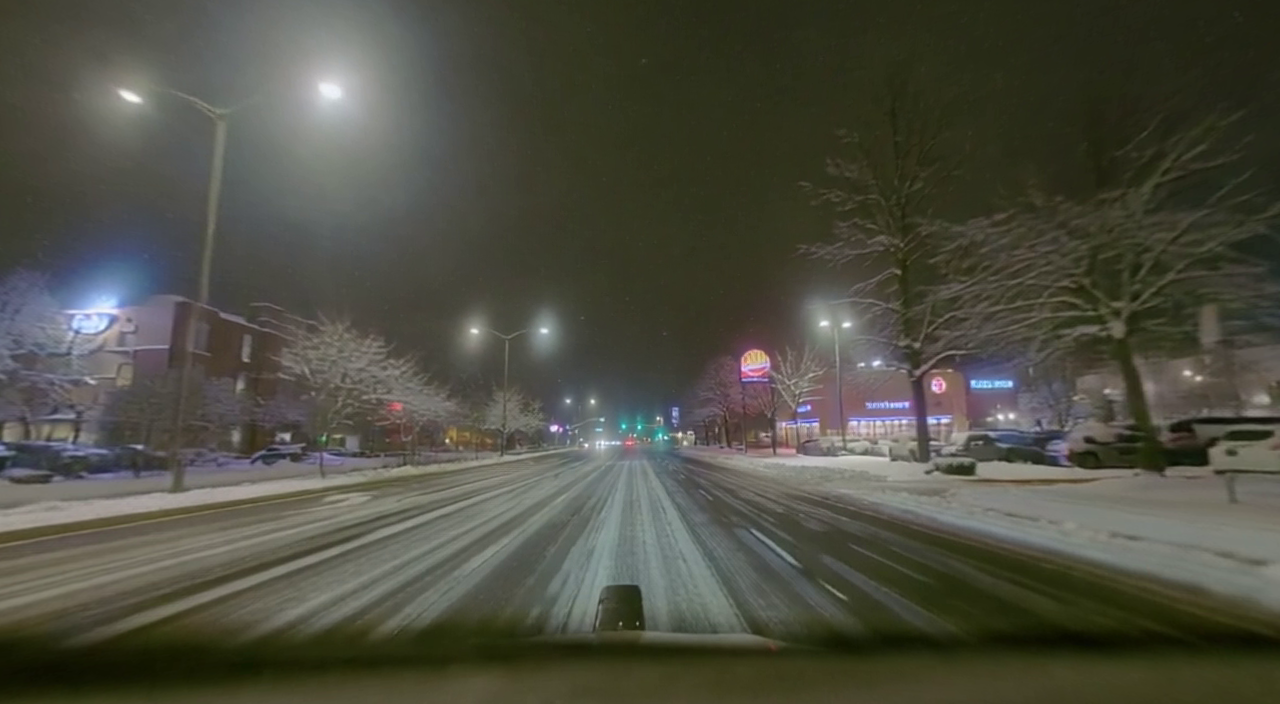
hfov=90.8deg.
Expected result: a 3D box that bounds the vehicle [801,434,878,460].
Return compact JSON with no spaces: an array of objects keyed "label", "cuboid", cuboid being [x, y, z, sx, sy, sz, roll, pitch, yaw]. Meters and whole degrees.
[{"label":"vehicle","cuboid":[13.357,6.398,42.468,4.386,1.570,2.043,-1,-9,-2]}]

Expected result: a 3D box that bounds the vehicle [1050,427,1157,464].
[{"label":"vehicle","cuboid":[24.362,4.935,33.467,1.917,1.772,5.073,0,-8,2]}]

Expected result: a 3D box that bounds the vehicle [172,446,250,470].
[{"label":"vehicle","cuboid":[-30.780,7.582,45.359,4.189,1.678,1.887,0,-8,1]}]

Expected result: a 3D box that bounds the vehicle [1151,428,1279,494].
[{"label":"vehicle","cuboid":[15.027,2.514,14.820,1.878,1.458,4.709,-1,-9,-4]}]

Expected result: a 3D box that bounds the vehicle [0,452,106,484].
[{"label":"vehicle","cuboid":[-30.572,5.955,32.529,4.323,1.467,1.895,-2,-9,-1]}]

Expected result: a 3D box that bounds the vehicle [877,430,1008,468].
[{"label":"vehicle","cuboid":[14.282,4.593,30.027,5.134,1.732,2.047,0,-8,0]}]
